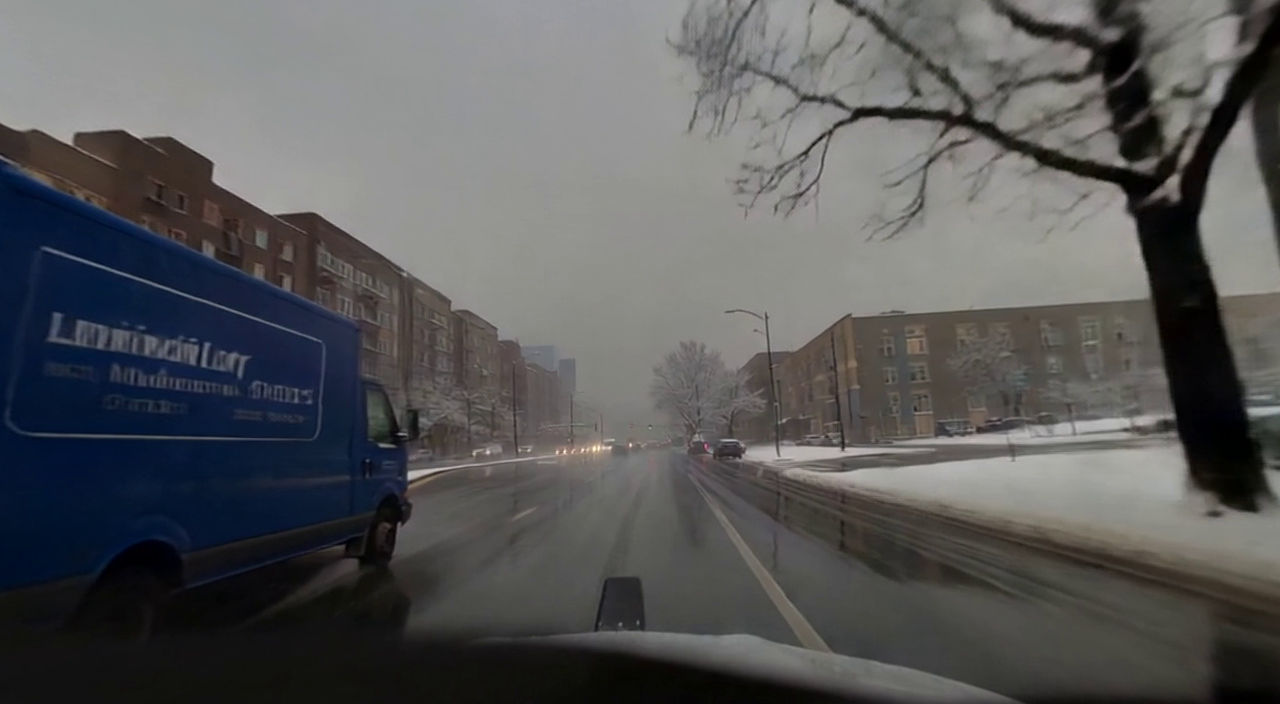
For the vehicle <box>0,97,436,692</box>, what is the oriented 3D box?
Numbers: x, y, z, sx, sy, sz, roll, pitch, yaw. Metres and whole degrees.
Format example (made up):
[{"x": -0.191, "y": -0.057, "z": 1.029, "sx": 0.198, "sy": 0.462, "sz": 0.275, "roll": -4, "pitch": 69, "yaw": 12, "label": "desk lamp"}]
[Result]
[{"x": -4.674, "y": 0.684, "z": 6.481, "sx": 2.763, "sy": 2.974, "sz": 7.562, "roll": 0, "pitch": -8, "yaw": -1, "label": "vehicle"}]

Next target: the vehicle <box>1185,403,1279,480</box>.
[{"x": 15.875, "y": 2.315, "z": 16.534, "sx": 1.976, "sy": 1.729, "sz": 5.166, "roll": -8, "pitch": -11, "yaw": 43, "label": "vehicle"}]

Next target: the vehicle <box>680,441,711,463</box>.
[{"x": 4.128, "y": 7.501, "z": 47.401, "sx": 1.878, "sy": 1.534, "sz": 4.120, "roll": 0, "pitch": -8, "yaw": 0, "label": "vehicle"}]
